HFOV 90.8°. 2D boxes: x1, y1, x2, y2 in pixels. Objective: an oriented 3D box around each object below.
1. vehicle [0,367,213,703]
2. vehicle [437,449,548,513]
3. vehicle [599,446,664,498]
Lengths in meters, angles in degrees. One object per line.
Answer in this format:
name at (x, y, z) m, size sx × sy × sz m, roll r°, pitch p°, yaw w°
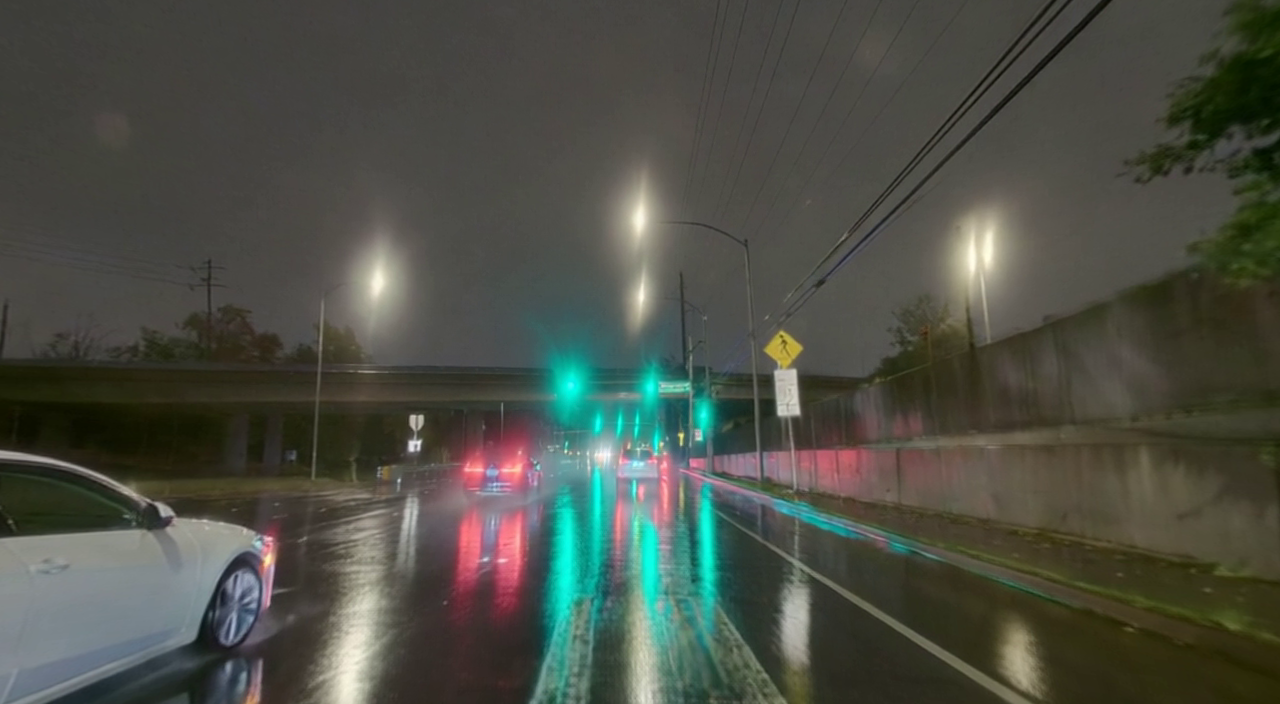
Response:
vehicle at (-3.543, 0.766, 1.595) m, size 1.925 × 1.666 × 4.271 m, roll 0°, pitch -8°, yaw 0°
vehicle at (-3.751, 3.335, 16.875) m, size 1.946 × 1.437 × 4.154 m, roll 0°, pitch -8°, yaw 0°
vehicle at (-0.271, 3.979, 21.346) m, size 1.985 × 1.565 × 3.968 m, roll 0°, pitch -8°, yaw 0°
